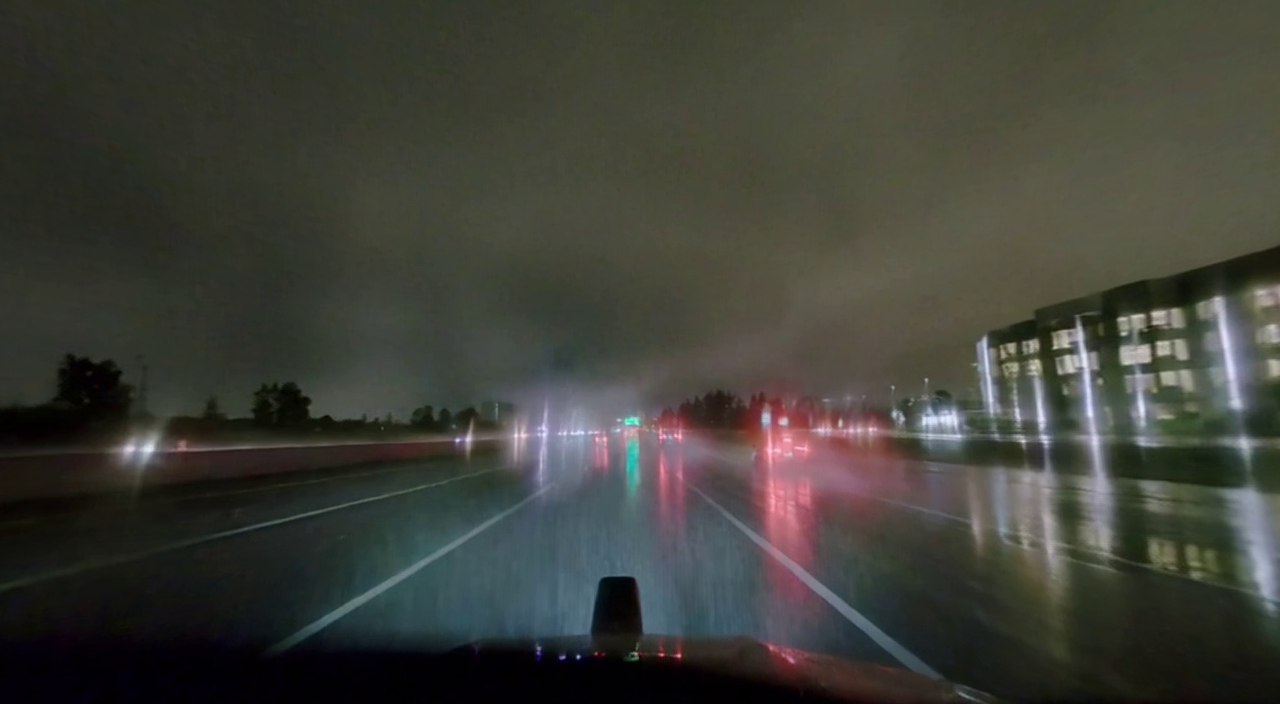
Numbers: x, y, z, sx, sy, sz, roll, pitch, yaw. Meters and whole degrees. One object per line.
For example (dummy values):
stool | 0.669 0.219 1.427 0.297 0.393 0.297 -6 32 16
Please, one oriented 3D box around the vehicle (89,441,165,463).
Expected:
vehicle | -38.256 7.446 47.051 1.864 1.468 4.540 0 -8 0
